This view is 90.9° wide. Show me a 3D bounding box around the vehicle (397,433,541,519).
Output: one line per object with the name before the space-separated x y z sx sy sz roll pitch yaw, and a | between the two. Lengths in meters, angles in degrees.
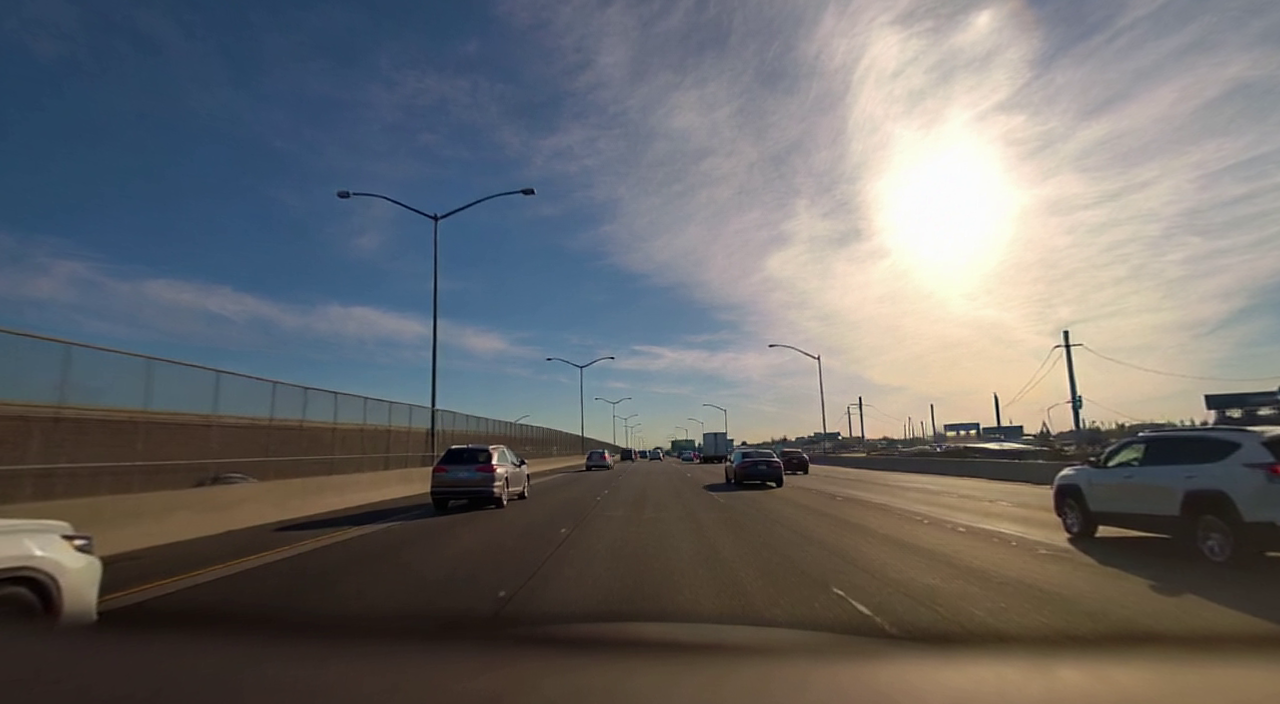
vehicle | -3.685 2.733 14.458 2.036 1.669 4.112 -1 -8 1

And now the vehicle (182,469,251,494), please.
vehicle | -32.203 9.834 48.103 1.952 1.595 4.685 -1 -8 1

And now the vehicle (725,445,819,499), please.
vehicle | 3.916 3.612 19.531 1.942 1.453 4.329 0 -8 -1

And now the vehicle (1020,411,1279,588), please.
vehicle | 7.416 1.694 7.896 2.145 1.743 5.058 0 -8 0

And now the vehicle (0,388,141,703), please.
vehicle | -3.674 0.681 0.812 2.067 1.555 4.851 0 -8 0

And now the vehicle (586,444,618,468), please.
vehicle | -2.881 8.024 48.796 2.108 1.748 4.514 -1 -8 2
